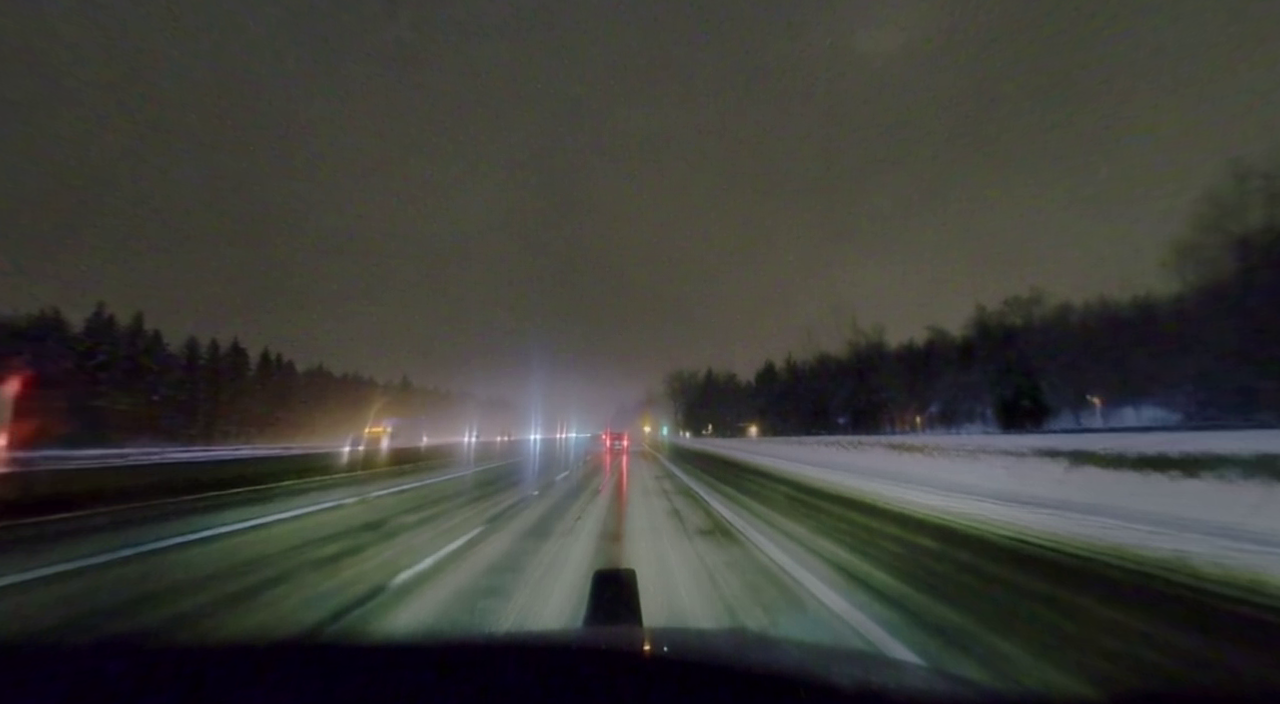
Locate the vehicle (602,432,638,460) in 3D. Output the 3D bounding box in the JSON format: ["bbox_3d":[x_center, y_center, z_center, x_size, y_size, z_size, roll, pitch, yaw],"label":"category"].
[{"bbox_3d":[-1.130,5.305,35.687,1.948,1.470,3.913,0,-8,-2],"label":"vehicle"}]

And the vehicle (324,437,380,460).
[{"bbox_3d":[-20.303,6.802,44.543,1.900,1.509,4.555,0,-8,-2],"label":"vehicle"}]
